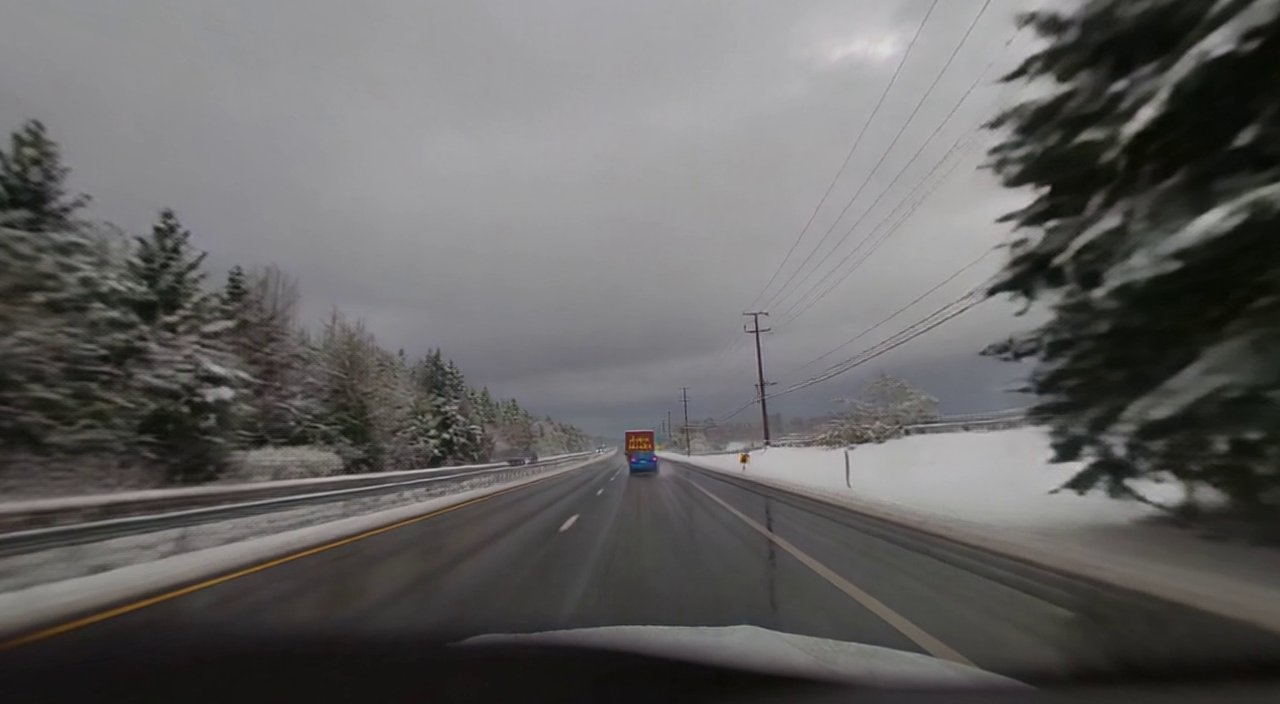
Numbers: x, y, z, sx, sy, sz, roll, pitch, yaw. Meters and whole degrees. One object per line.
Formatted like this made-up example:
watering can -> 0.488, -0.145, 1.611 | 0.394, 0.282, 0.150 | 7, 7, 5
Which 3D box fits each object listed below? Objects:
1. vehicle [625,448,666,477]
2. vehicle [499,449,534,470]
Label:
vehicle -> 0.244, 6.002, 34.353 | 2.080, 1.486, 3.813 | 0, -9, -1
vehicle -> -9.058, 7.893, 46.392 | 1.838, 1.480, 3.699 | 0, -9, 0
